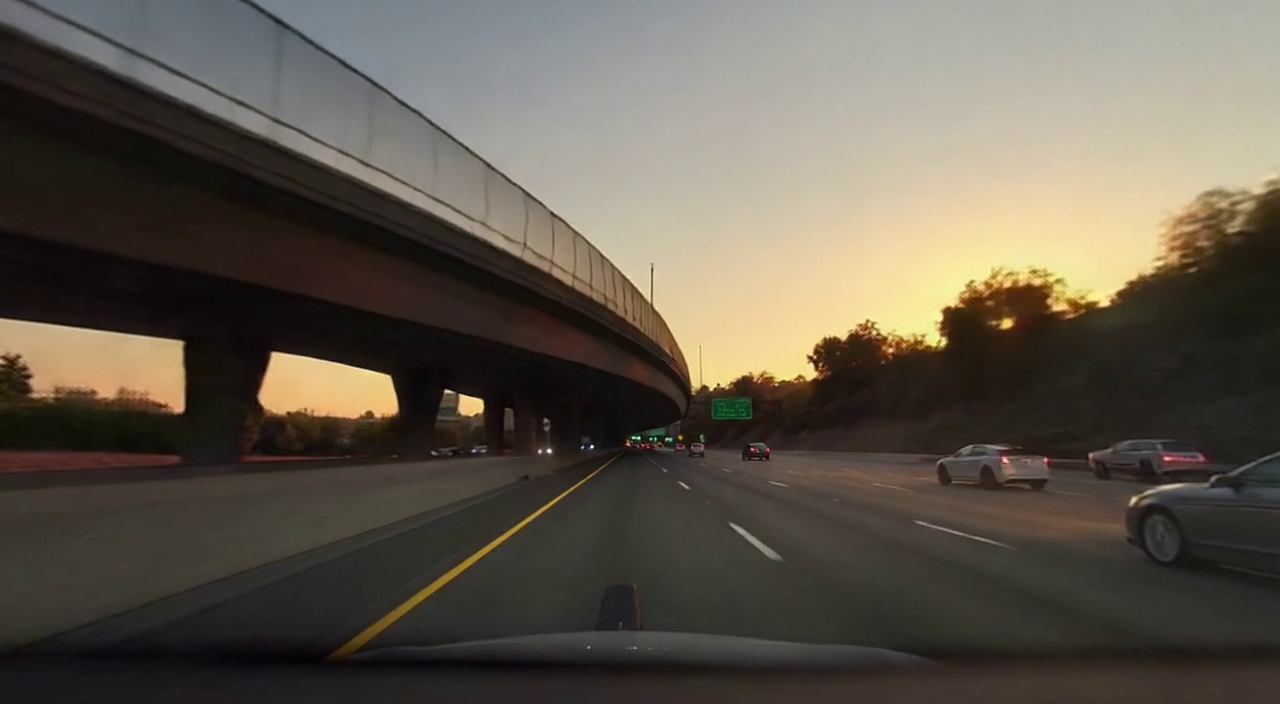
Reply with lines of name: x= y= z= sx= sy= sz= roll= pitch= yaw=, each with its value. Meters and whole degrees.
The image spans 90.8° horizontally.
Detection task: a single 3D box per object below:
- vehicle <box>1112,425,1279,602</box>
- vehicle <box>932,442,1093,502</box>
vehicle: x=6.279 y=1.273 z=4.764 sx=1.821 sy=1.470 sz=4.633 roll=0 pitch=-9 yaw=0
vehicle: x=9.906 y=3.201 z=17.247 sx=1.836 sy=1.418 sz=4.132 roll=0 pitch=-9 yaw=-1
